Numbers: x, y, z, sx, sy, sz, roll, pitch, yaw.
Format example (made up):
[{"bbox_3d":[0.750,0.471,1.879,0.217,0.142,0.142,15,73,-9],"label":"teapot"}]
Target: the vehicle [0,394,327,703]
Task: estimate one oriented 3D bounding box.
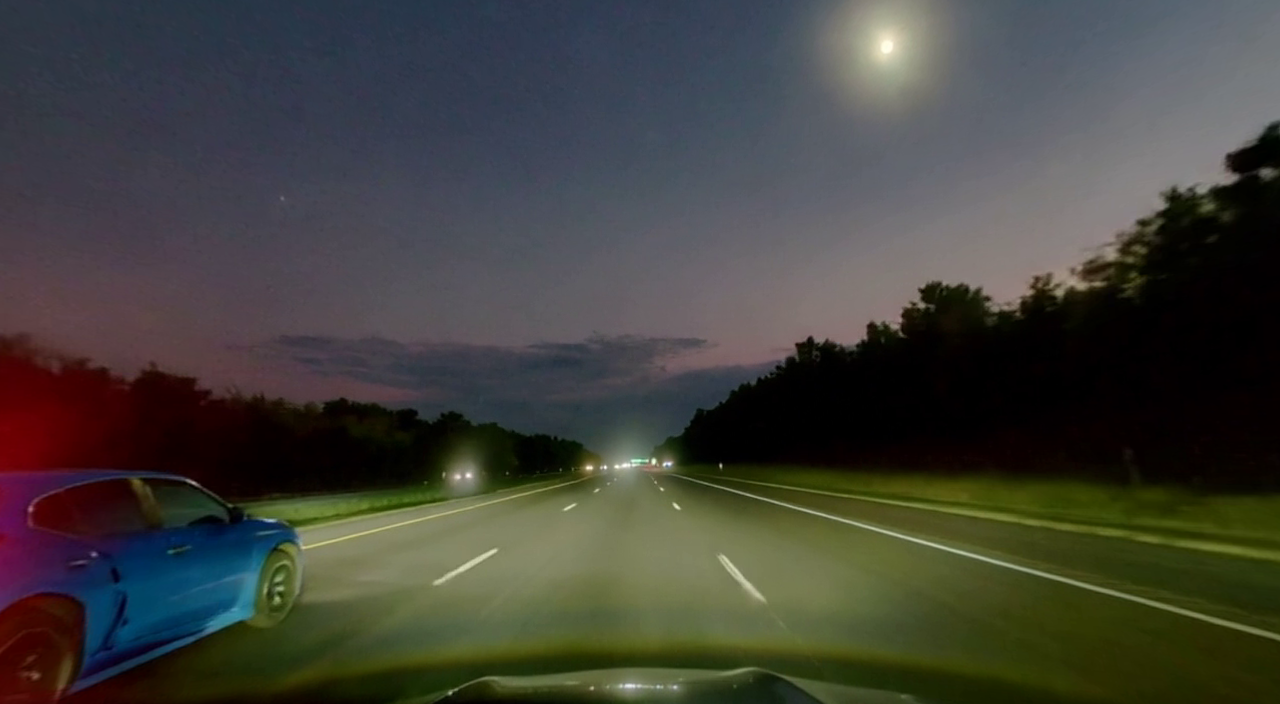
[{"bbox_3d":[-4.096,1.141,3.799,1.928,1.593,4.871,1,-10,-1],"label":"vehicle"}]
